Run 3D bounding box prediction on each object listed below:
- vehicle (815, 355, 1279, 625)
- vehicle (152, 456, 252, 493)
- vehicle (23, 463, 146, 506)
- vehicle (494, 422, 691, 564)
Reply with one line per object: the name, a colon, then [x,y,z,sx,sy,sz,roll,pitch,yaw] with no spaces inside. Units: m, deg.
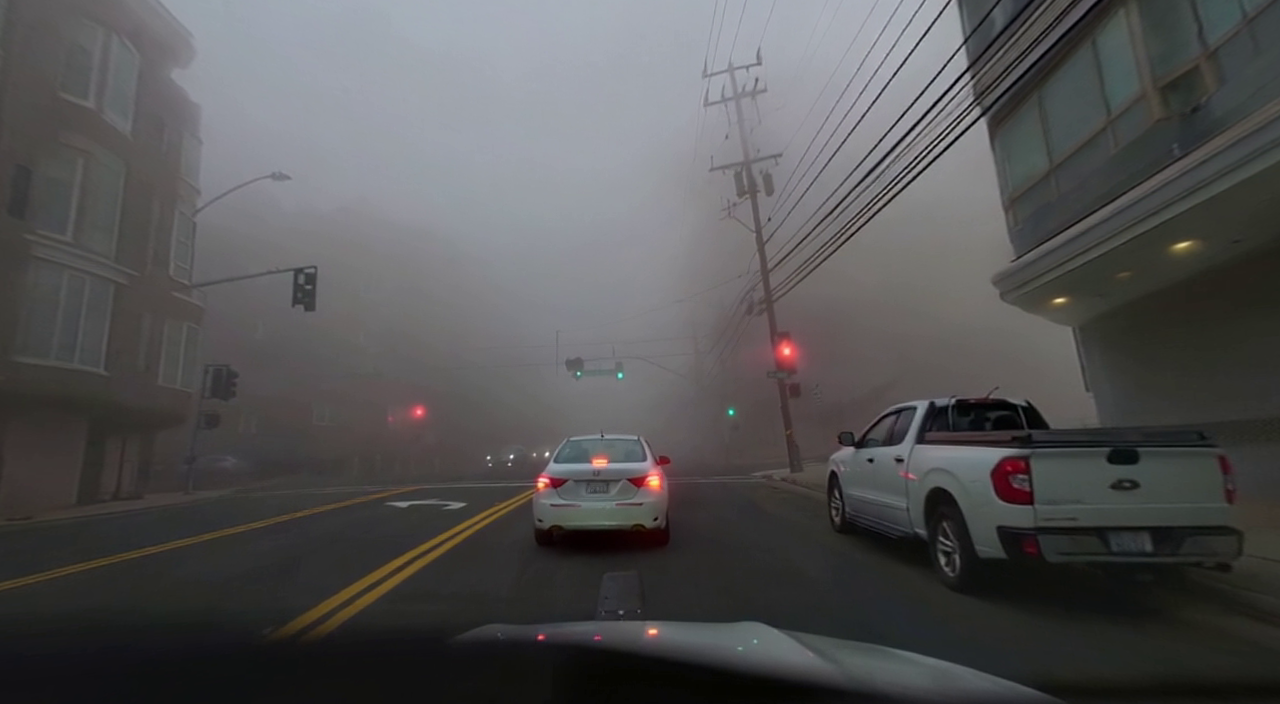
vehicle: [3.837,1.351,7.121,2.248,1.945,5.011,0,-8,0]
vehicle: [-25.365,7.111,36.707,4.337,1.739,1.981,-5,-11,1]
vehicle: [-24.771,5.902,28.250,3.891,1.538,1.698,-4,-11,0]
vehicle: [-0.486,1.761,8.630,2.019,1.453,4.129,0,-8,0]
